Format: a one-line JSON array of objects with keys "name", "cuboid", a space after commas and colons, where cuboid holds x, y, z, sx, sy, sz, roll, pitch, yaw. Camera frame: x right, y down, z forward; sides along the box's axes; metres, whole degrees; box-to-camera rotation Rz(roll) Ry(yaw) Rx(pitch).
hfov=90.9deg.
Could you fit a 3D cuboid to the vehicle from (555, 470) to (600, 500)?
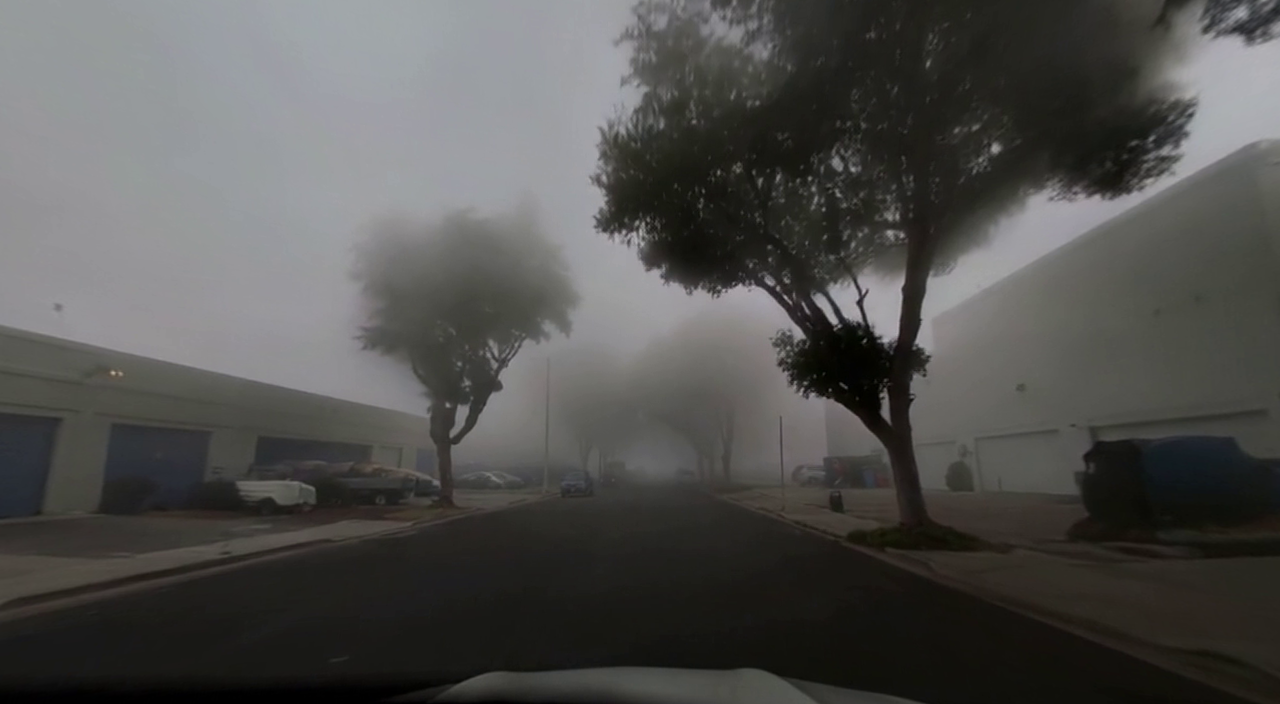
[{"name": "vehicle", "cuboid": [-3.556, 7.679, 36.634, 1.927, 1.580, 4.556, -1, -10, 3]}]
